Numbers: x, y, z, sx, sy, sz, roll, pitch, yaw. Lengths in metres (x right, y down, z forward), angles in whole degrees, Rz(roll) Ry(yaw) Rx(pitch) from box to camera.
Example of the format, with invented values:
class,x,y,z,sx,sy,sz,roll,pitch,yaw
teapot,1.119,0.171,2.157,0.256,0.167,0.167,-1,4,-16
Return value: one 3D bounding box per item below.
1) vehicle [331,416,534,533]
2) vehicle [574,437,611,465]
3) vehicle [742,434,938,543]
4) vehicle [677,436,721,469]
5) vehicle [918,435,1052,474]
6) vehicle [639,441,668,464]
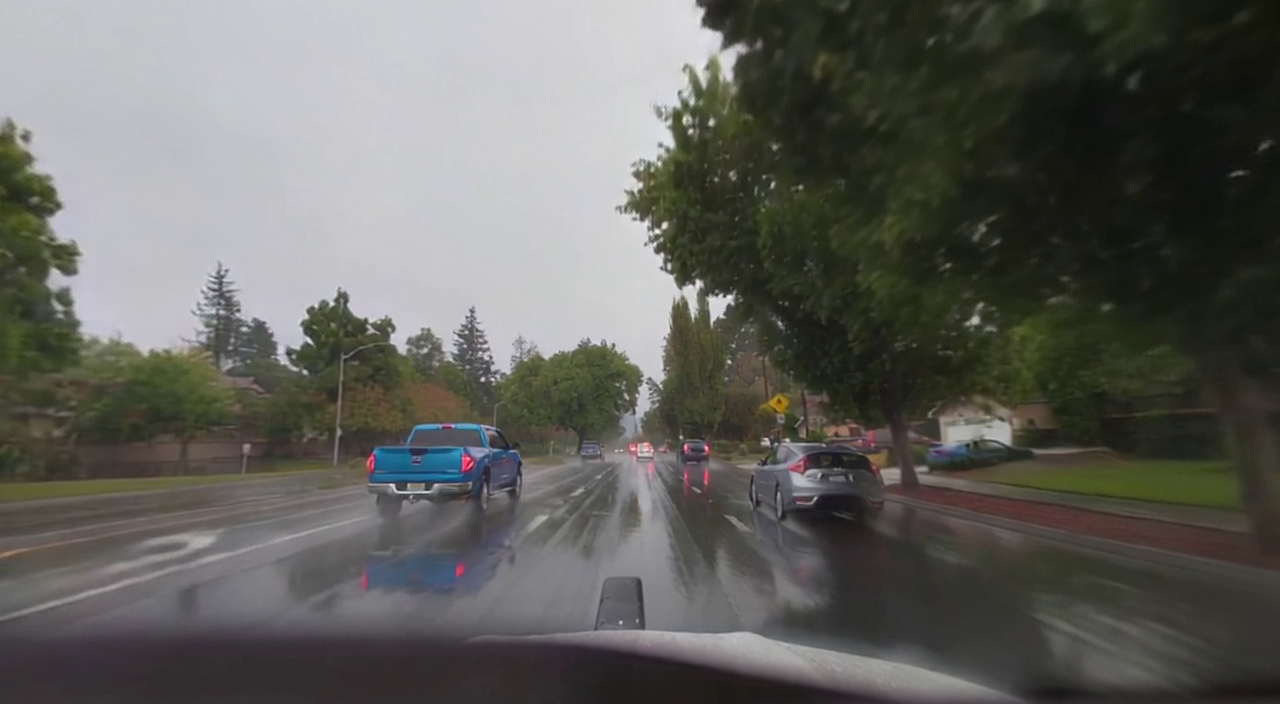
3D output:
class,x,y,z,sx,sy,sz,roll,pitch,yaw
vehicle,-3.579,2.225,12.232,2.111,1.745,5.274,0,-8,0
vehicle,-3.290,6.919,44.341,2.218,1.829,4.492,0,-8,0
vehicle,3.065,2.161,10.735,1.884,1.463,4.195,0,-8,-1
vehicle,3.462,6.005,37.956,2.099,1.845,4.363,0,-8,-2
vehicle,13.796,4.111,25.477,4.300,1.487,1.877,0,-8,3
vehicle,1.000,7.560,47.880,1.997,1.636,3.760,0,-8,-2
